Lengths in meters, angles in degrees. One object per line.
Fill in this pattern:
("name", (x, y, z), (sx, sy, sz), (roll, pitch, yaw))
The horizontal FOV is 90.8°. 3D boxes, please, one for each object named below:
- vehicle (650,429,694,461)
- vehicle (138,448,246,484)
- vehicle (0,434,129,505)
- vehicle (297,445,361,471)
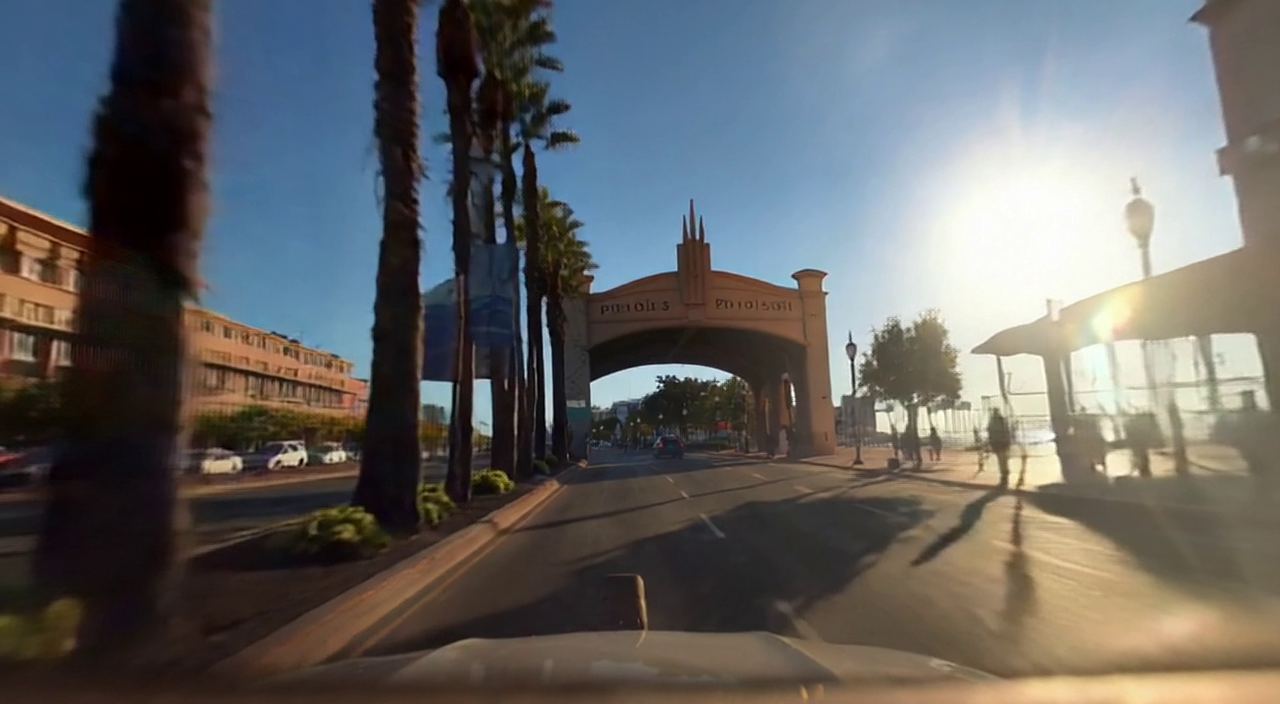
("vehicle", (2.027, 6.295, 42.739), (2.284, 2.010, 6.670), (0, -8, -3))
("vehicle", (-21.816, 5.533, 31.044), (1.866, 1.553, 4.835), (0, -8, -1))
("vehicle", (-18.359, 3.453, 18.950), (2.136, 1.890, 4.670), (0, -8, -1))
("vehicle", (-22.052, 7.487, 44.990), (2.285, 1.689, 4.968), (0, -8, -4))
